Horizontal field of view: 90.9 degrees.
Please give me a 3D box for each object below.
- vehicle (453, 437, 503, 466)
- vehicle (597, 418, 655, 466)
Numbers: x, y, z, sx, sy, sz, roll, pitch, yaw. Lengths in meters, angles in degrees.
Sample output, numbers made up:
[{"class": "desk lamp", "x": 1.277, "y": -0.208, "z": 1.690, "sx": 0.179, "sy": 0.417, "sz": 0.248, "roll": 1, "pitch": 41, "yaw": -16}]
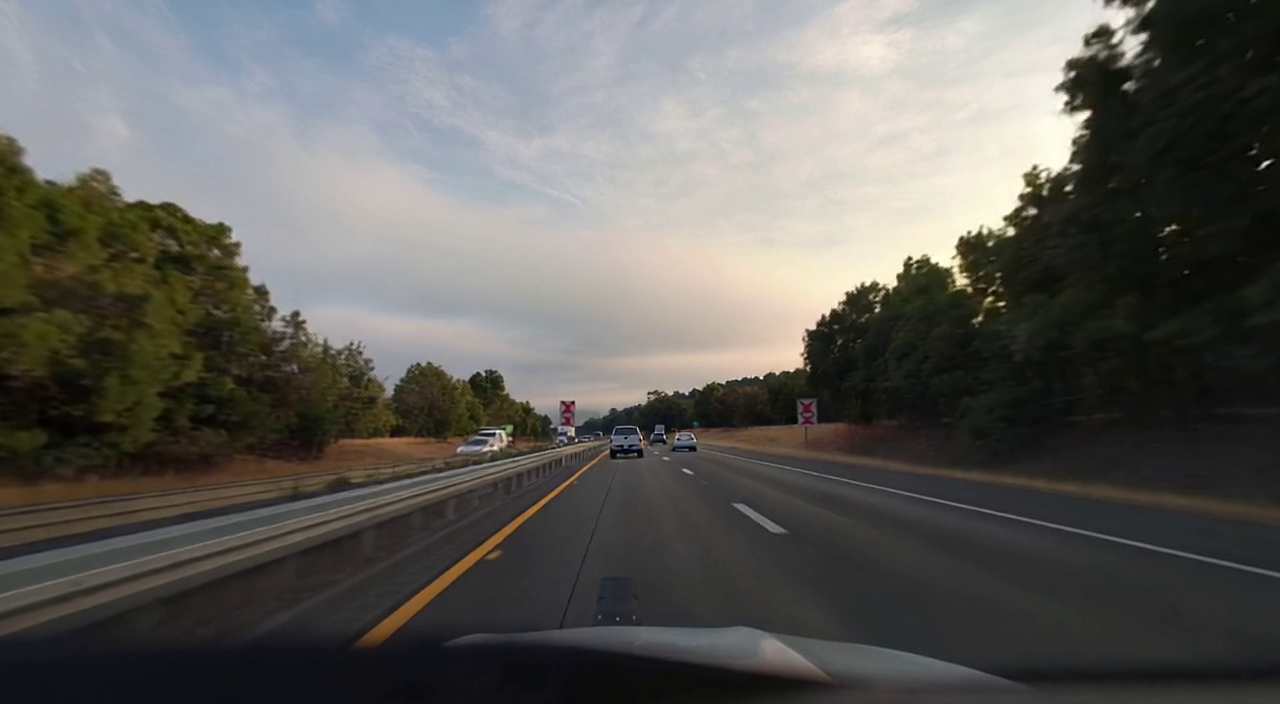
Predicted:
[{"class": "vehicle", "x": -9.512, "y": 5.861, "z": 37.353, "sx": 1.903, "sy": 1.591, "sz": 4.430, "roll": 0, "pitch": -8, "yaw": -1}, {"class": "vehicle", "x": -0.658, "y": 4.243, "z": 29.823, "sx": 2.503, "sy": 2.044, "sz": 4.633, "roll": 0, "pitch": -8, "yaw": -1}]
